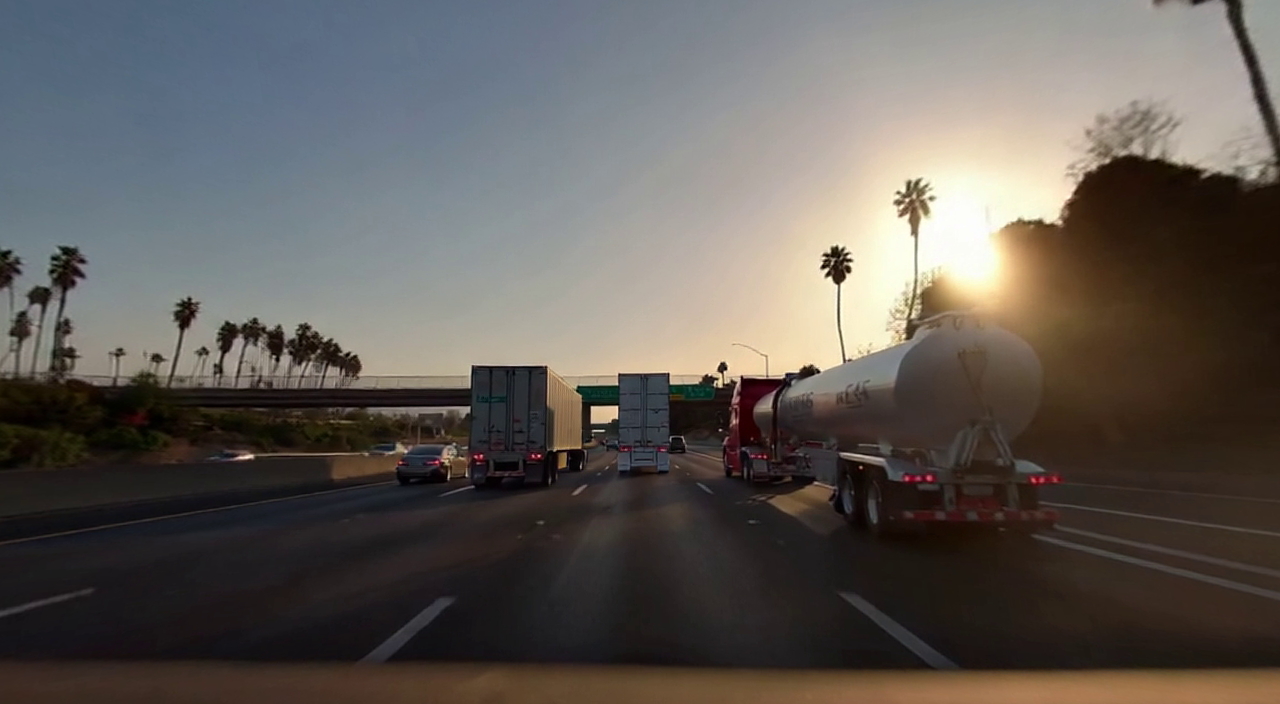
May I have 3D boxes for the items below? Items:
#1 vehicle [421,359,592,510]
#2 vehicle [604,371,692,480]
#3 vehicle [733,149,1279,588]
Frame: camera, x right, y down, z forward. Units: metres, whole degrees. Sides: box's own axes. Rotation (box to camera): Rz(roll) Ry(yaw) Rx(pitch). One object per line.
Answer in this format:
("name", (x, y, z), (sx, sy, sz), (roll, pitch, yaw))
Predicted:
("vehicle", (-3.278, 2.548, 19.141), (2.786, 3.228, 11.082), (0, -8, 0))
("vehicle", (0.352, 3.948, 31.560), (3.097, 3.856, 18.209), (0, -9, 0))
("vehicle", (4.430, 1.097, 13.170), (2.887, 4.178, 14.553), (0, -8, 0))
